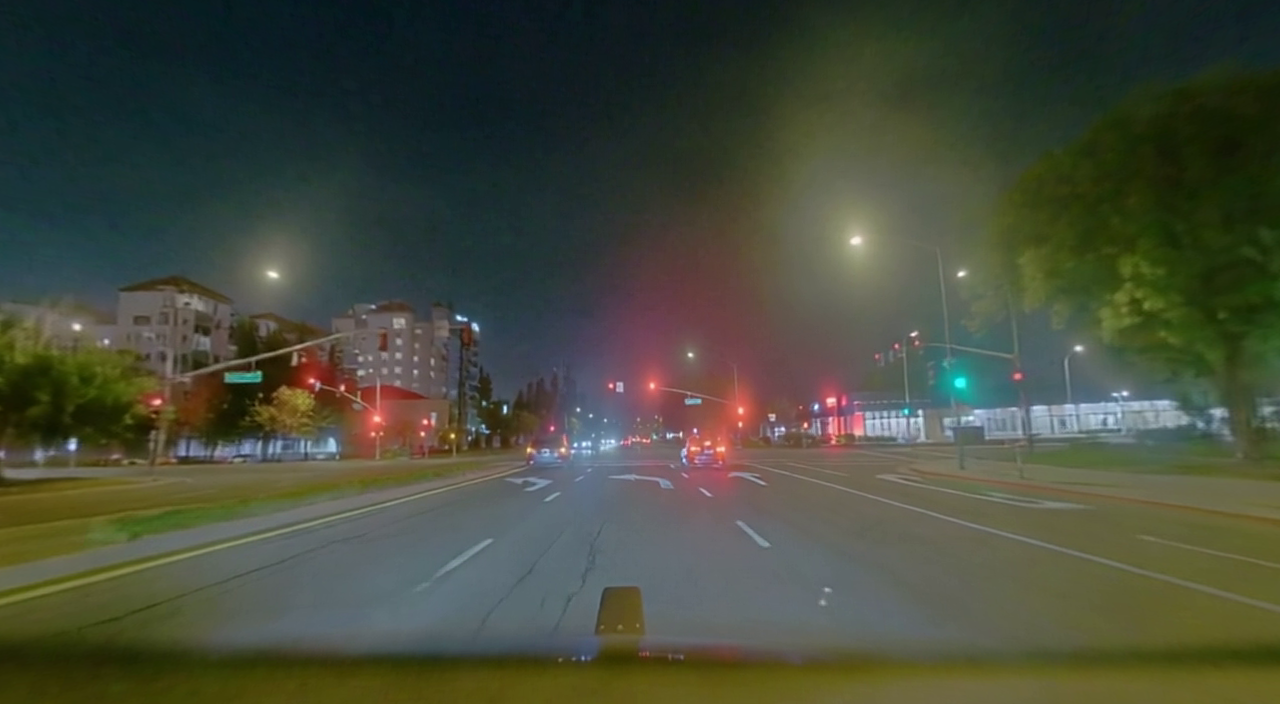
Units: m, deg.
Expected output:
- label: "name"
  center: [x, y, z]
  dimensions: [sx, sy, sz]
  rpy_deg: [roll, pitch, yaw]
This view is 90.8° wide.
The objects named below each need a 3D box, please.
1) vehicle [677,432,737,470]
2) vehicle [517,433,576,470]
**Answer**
- label: "vehicle"
  center: [2.860, 4.389, 28.151]
  dimensions: [2.130, 1.524, 4.722]
  rpy_deg: [0, -9, -1]
- label: "vehicle"
  center: [-4.113, 4.475, 28.546]
  dimensions: [1.973, 1.526, 4.533]
  rpy_deg: [0, -9, 0]
